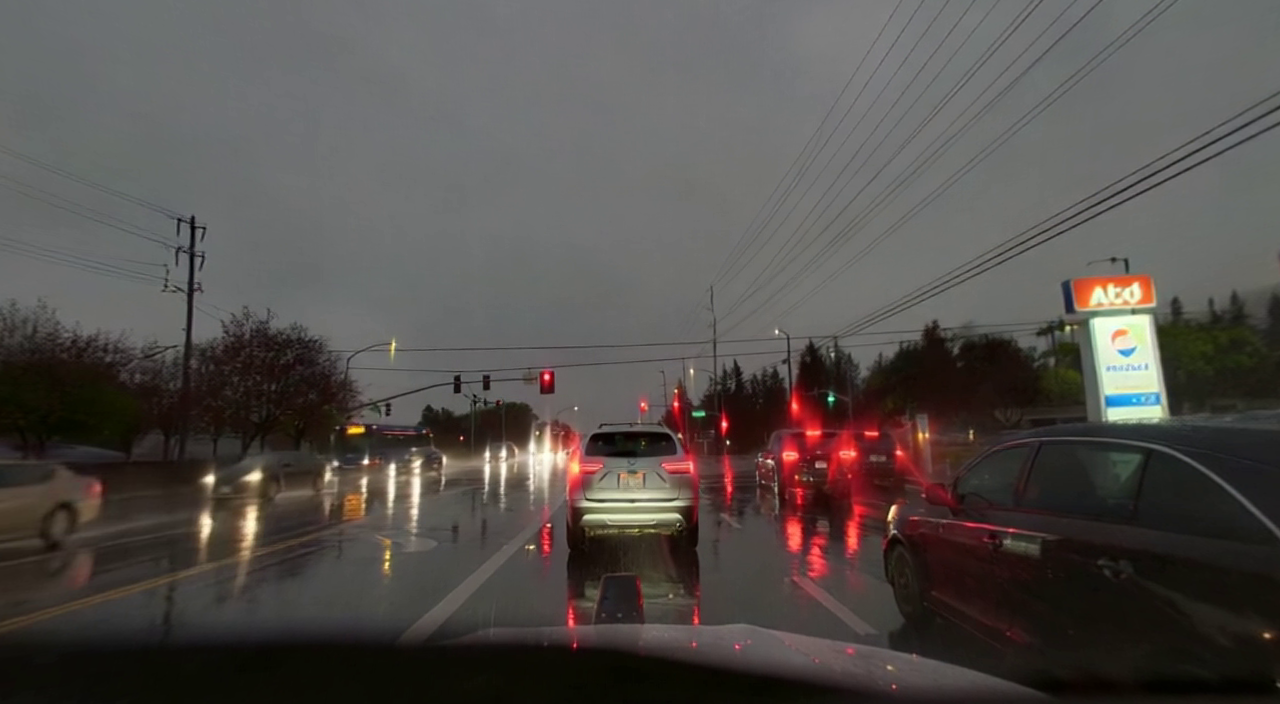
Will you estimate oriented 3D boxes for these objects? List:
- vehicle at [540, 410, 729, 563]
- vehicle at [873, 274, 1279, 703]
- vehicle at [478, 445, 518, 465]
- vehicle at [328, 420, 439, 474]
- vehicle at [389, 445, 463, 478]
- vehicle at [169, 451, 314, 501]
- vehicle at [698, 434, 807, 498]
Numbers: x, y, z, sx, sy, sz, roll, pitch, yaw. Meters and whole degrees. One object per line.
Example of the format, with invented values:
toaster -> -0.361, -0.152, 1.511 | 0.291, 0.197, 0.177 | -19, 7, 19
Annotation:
vehicle -> -0.113, 1.799, 9.113 | 2.087, 1.677, 4.053 | 0, -9, -1
vehicle -> 3.082, 0.843, 3.266 | 2.049, 1.813, 4.245 | 0, -9, -1
vehicle -> -10.893, 7.925, 48.728 | 1.976, 1.483, 4.630 | 0, -9, 0
vehicle -> -18.573, 7.087, 47.129 | 3.010, 3.475, 12.655 | 0, -9, 0
vehicle -> -10.564, 5.438, 31.619 | 2.030, 1.498, 4.690 | 0, -9, 0
vehicle -> -13.503, 4.195, 21.821 | 1.967, 1.486, 4.701 | 0, -9, -1
vehicle -> 2.881, 3.037, 17.227 | 2.040, 1.481, 4.407 | 0, -9, -2
